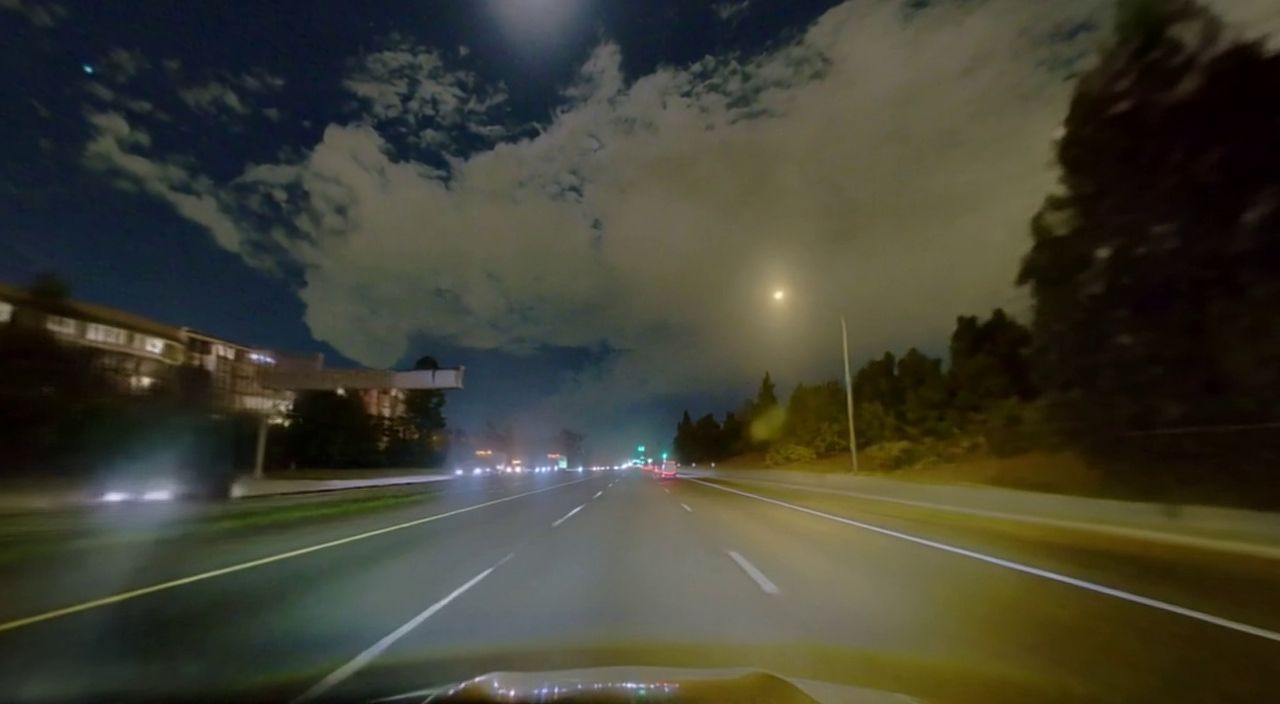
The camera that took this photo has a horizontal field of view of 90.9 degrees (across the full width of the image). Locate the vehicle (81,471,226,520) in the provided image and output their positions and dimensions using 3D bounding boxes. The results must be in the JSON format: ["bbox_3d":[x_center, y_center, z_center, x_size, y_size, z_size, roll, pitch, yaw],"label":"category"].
[{"bbox_3d":[-16.007,4.704,21.010,1.878,1.427,3.636,1,-11,0],"label":"vehicle"}]
